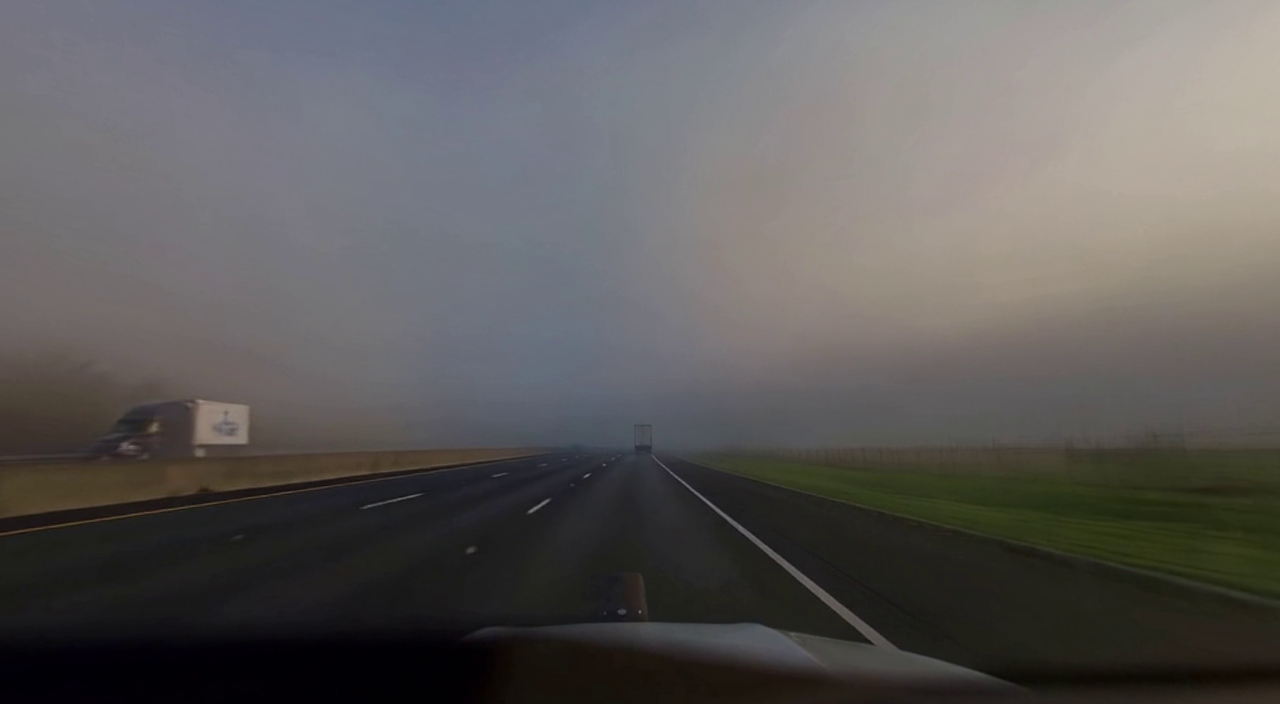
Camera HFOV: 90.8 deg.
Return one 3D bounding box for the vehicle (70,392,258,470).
[{"bbox_3d":[-24.287,4.241,33.089,3.001,3.494,8.668,0,-9,0],"label":"vehicle"}]
